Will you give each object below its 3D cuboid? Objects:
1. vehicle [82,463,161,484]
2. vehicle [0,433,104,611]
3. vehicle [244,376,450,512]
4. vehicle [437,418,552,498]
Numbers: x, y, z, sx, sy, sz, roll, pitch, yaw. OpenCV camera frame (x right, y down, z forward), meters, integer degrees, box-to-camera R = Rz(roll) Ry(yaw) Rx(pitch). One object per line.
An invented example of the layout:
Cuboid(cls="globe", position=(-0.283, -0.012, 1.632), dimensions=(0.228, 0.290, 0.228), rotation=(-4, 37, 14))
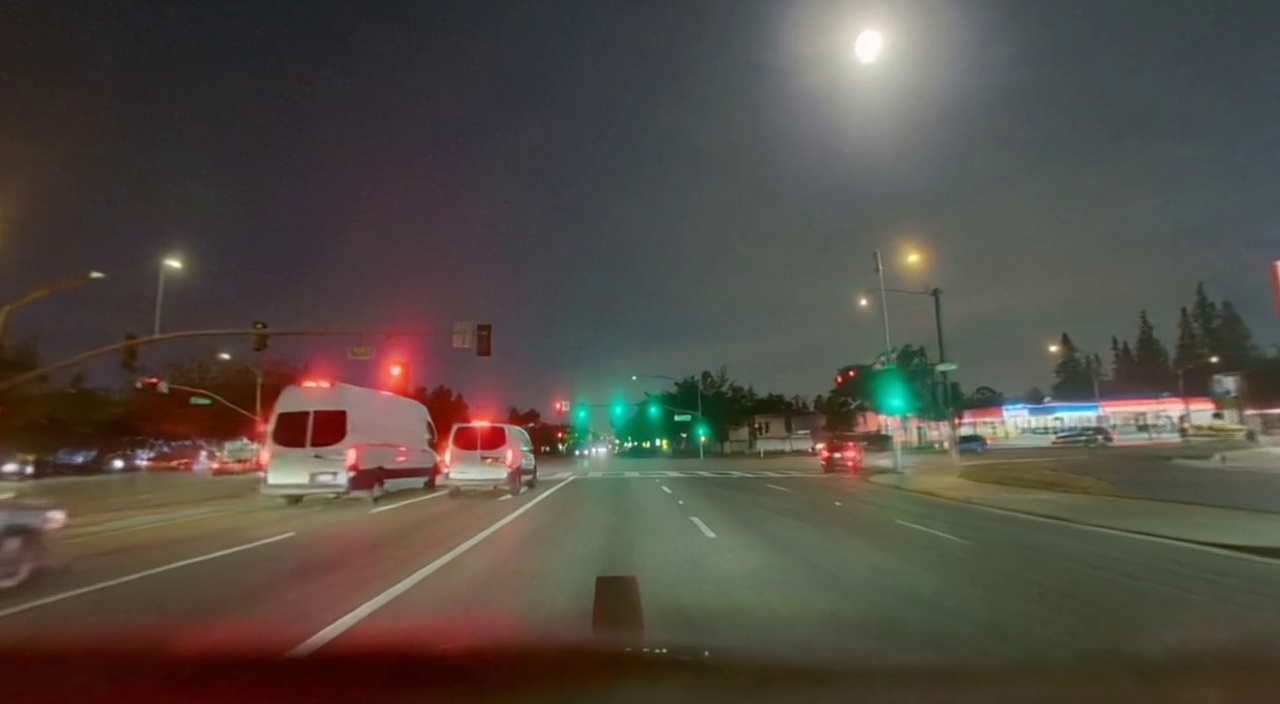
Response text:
Cuboid(cls="vehicle", position=(-39.081, 9.129, 47.694), dimensions=(4.378, 1.467, 1.812), rotation=(0, -8, 2))
Cuboid(cls="vehicle", position=(-6.399, 1.227, 3.908), dimensions=(1.993, 1.490, 4.768), rotation=(0, -8, 0))
Cuboid(cls="vehicle", position=(-6.691, 2.228, 15.453), dimensions=(2.405, 2.696, 5.561), rotation=(0, -8, -1))
Cuboid(cls="vehicle", position=(-4.037, 3.060, 18.609), dimensions=(2.206, 2.007, 5.190), rotation=(0, -8, -1))
